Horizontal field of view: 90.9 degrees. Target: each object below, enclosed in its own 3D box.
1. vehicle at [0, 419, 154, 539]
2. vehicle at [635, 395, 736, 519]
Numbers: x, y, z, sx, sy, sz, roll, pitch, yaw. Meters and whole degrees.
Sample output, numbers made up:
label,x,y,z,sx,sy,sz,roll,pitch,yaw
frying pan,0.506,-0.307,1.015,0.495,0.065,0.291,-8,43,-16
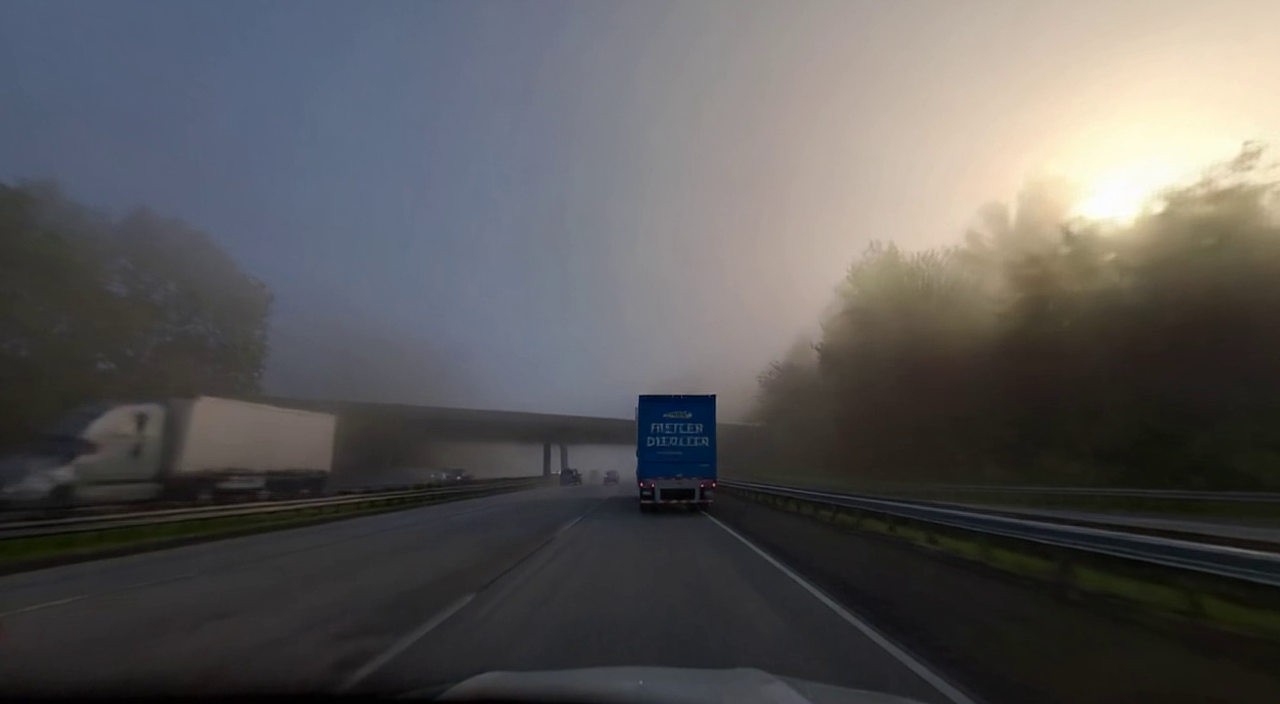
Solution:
label,x,y,z,sx,sy,sz,roll,pitch,yaw
vehicle,-16.667,3.243,16.236,2.628,2.850,6.822,1,-11,1
vehicle,1.406,4.130,24.446,2.980,3.834,9.423,1,-11,-1
